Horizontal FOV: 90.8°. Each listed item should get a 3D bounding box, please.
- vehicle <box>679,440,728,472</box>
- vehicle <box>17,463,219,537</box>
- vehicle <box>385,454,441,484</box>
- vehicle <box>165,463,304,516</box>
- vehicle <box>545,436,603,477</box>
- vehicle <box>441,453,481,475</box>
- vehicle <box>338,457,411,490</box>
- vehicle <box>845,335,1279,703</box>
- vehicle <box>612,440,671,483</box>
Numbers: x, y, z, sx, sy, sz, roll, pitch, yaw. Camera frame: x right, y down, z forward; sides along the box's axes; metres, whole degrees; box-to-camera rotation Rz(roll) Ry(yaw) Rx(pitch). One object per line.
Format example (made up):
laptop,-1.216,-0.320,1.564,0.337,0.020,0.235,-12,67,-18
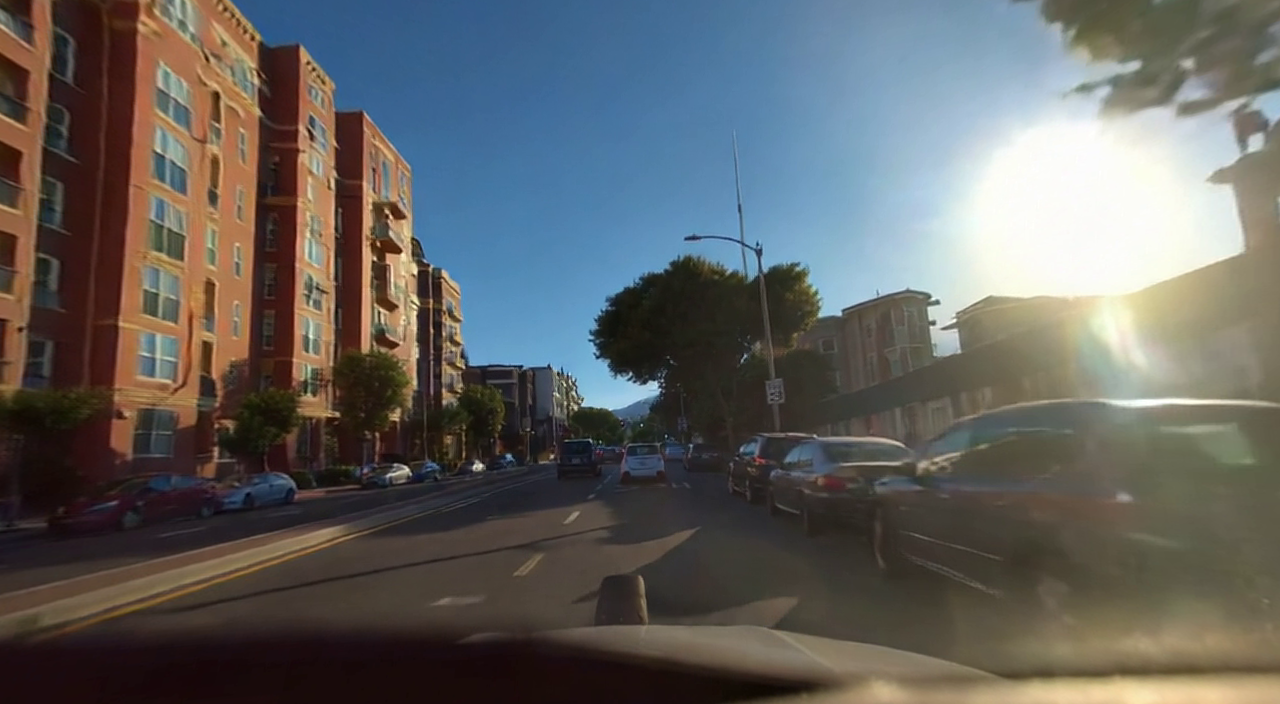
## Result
vehicle,3.222,5.401,32.987,2.077,1.532,4.694,0,-8,0
vehicle,-13.821,3.889,17.159,1.887,1.619,4.208,0,-8,-1
vehicle,-13.641,7.030,38.208,1.839,1.594,4.055,0,-8,0
vehicle,-13.673,4.617,21.661,1.837,1.470,4.263,0,-8,1
vehicle,-2.909,4.740,28.808,2.065,1.705,4.353,0,-8,1
vehicle,-13.699,8.578,48.635,1.844,1.499,4.421,0,-8,0
vehicle,-13.691,6.280,32.858,1.907,1.480,4.498,0,-8,-1
vehicle,3.167,1.138,4.507,1.906,1.779,4.494,0,-8,0
vehicle,0.057,4.070,23.801,2.026,1.496,3.701,0,-8,0
